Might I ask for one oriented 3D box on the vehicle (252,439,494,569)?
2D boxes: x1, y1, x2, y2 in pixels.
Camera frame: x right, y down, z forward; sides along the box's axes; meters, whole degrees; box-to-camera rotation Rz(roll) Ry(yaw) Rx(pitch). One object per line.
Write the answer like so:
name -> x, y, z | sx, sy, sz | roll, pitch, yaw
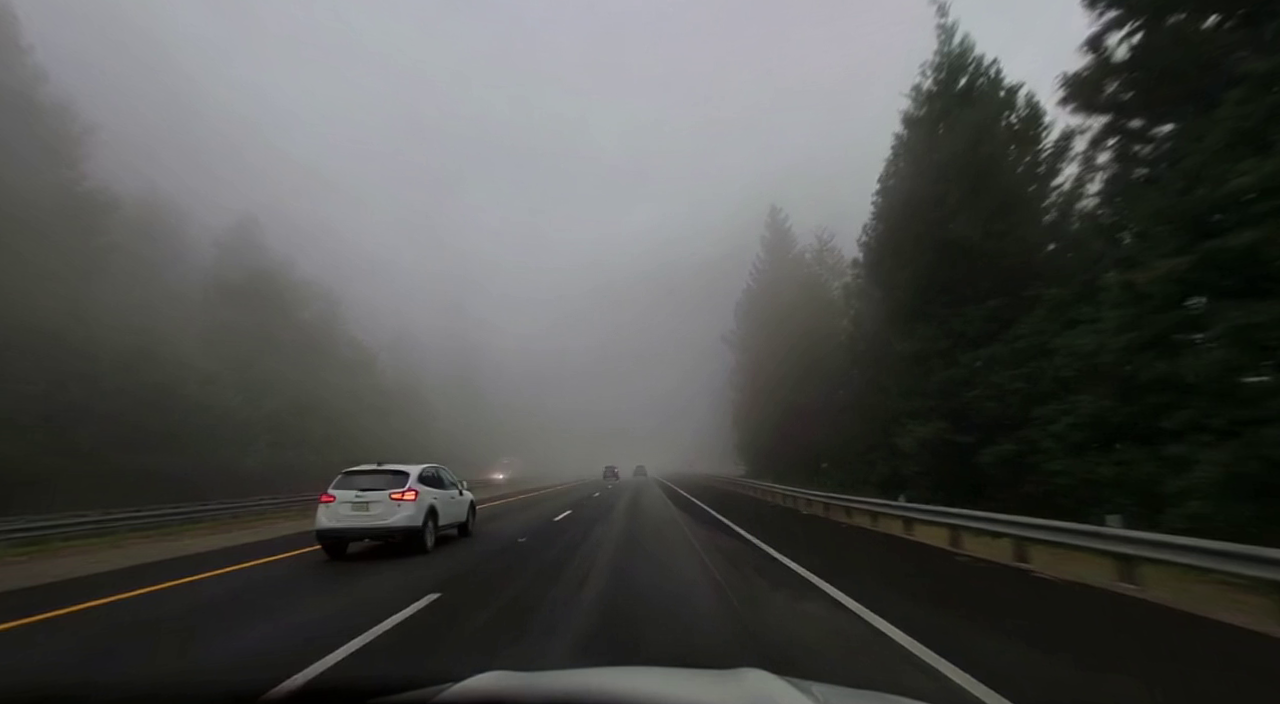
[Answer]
vehicle -> -3.799, 2.265, 9.934 | 1.900, 1.550, 4.146 | 1, -10, 1
